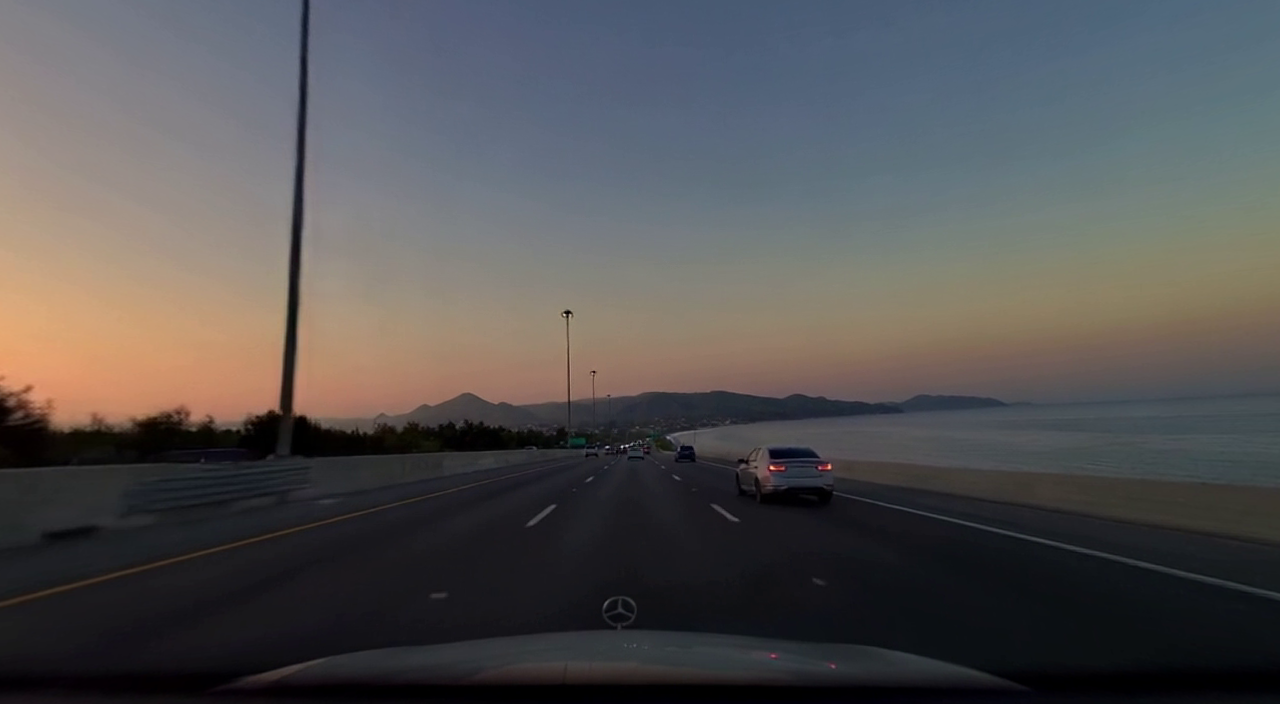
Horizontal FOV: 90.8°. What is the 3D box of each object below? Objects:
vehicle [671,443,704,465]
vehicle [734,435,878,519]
[{"bbox_3d":[3.509,7.655,47.465,2.000,1.533,4.438,0,-9,-1],"label":"vehicle"},{"bbox_3d":[3.327,2.594,13.656,1.890,1.490,4.373,0,-9,-1],"label":"vehicle"}]
